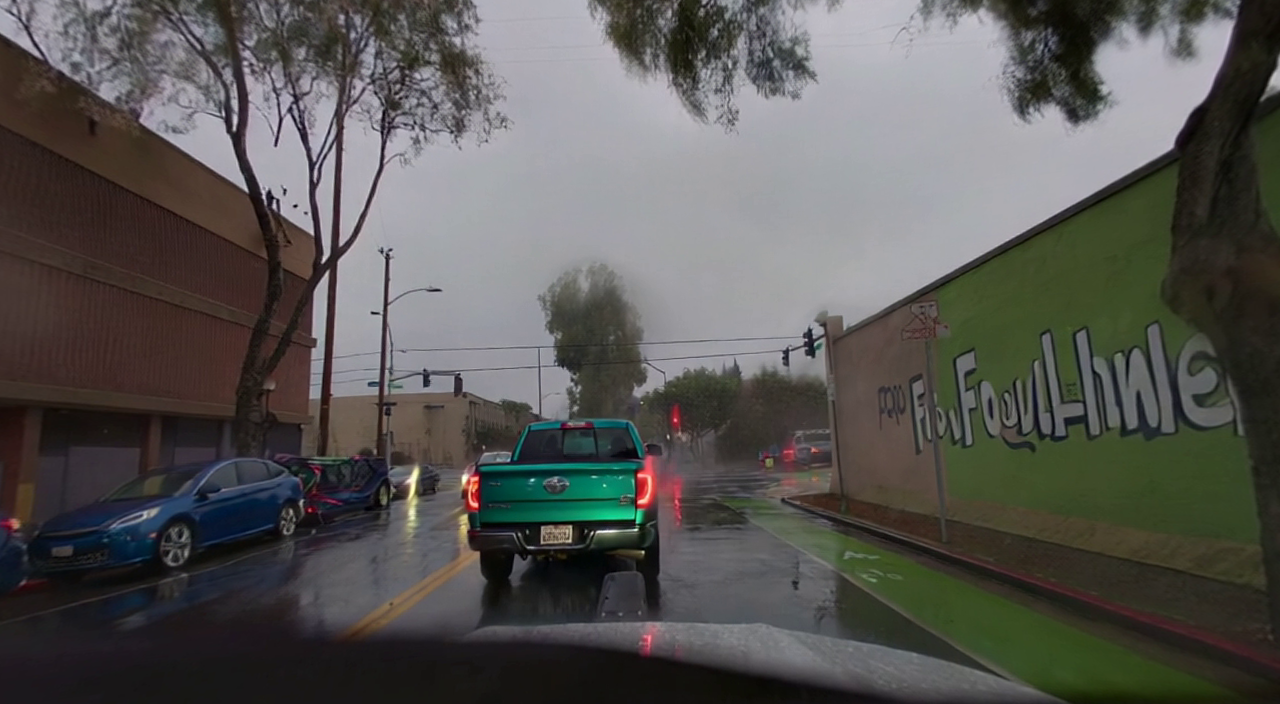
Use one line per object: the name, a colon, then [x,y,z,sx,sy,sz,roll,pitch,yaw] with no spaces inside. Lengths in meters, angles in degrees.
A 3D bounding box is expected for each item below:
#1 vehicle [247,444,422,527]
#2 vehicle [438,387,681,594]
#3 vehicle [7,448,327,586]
vehicle: [-7.394,3.230,16.058,1.884,1.730,5.076,0,-8,0]
vehicle: [-0.713,1.606,8.157,2.215,1.882,4.611,0,-8,1]
vehicle: [-7.169,2.453,10.374,1.882,1.686,4.489,0,-8,-2]
